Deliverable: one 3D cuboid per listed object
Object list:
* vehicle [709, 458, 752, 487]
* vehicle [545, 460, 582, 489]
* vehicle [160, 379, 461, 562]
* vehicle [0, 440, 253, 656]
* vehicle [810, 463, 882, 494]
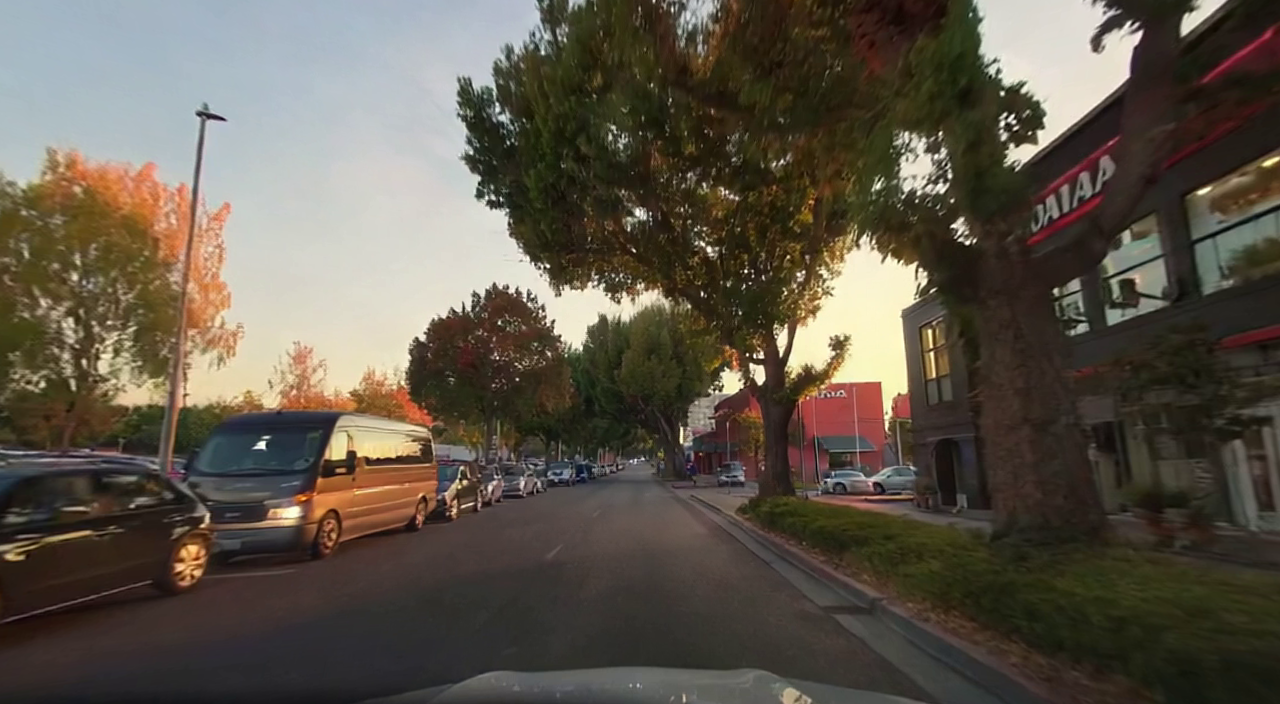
[{"bbox_3d":[5.883,7.957,41.714,2.054,1.779,4.650,1,-11,-1],"label":"vehicle"},{"bbox_3d":[-5.704,9.175,47.399,2.196,2.001,5.548,1,-11,-2],"label":"vehicle"},{"bbox_3d":[-5.622,2.218,12.057,2.526,2.655,5.480,0,-11,2],"label":"vehicle"},{"bbox_3d":[-5.807,1.639,5.627,1.843,1.624,4.372,0,-11,0],"label":"vehicle"},{"bbox_3d":[10.447,6.485,32.388,1.926,1.469,4.654,1,-11,-3],"label":"vehicle"}]
